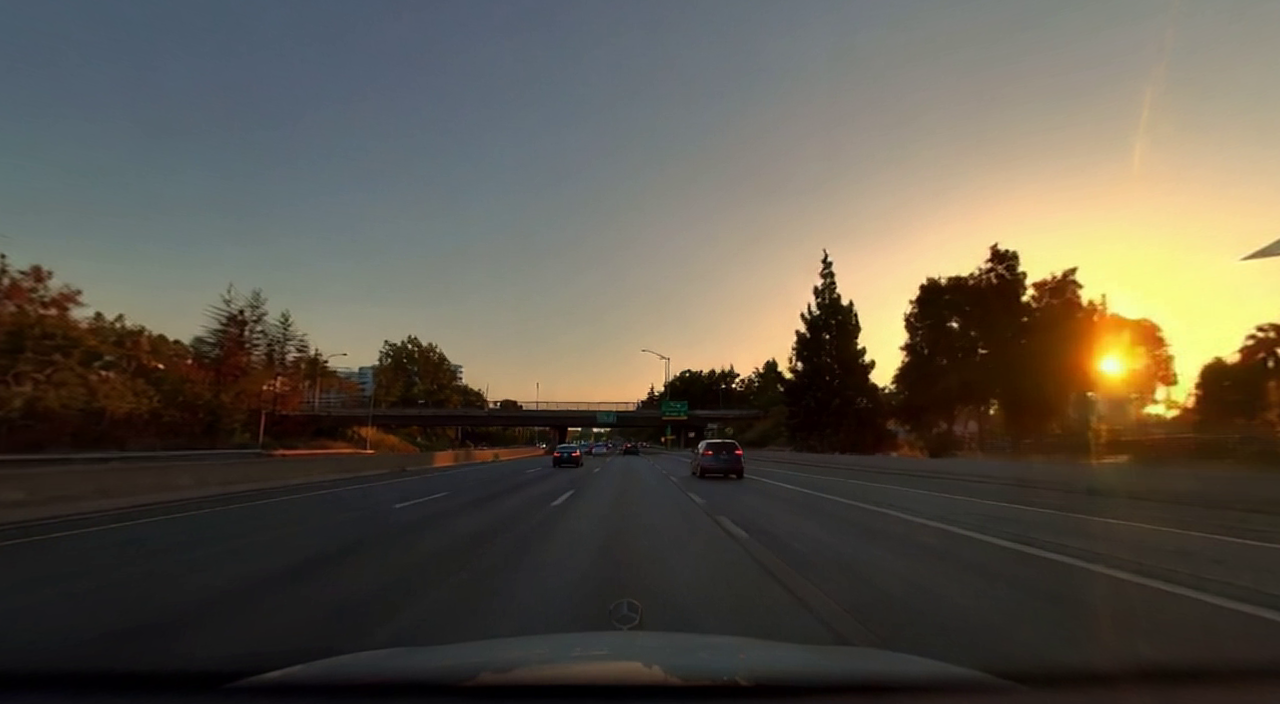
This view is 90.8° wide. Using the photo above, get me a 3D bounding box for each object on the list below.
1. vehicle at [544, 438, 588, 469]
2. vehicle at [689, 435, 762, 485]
[{"bbox_3d":[-4.544,6.300,39.384,2.176,1.779,4.755,0,-8,0],"label":"vehicle"},{"bbox_3d":[3.090,3.993,23.692,1.997,1.686,4.247,0,-8,-2],"label":"vehicle"}]
